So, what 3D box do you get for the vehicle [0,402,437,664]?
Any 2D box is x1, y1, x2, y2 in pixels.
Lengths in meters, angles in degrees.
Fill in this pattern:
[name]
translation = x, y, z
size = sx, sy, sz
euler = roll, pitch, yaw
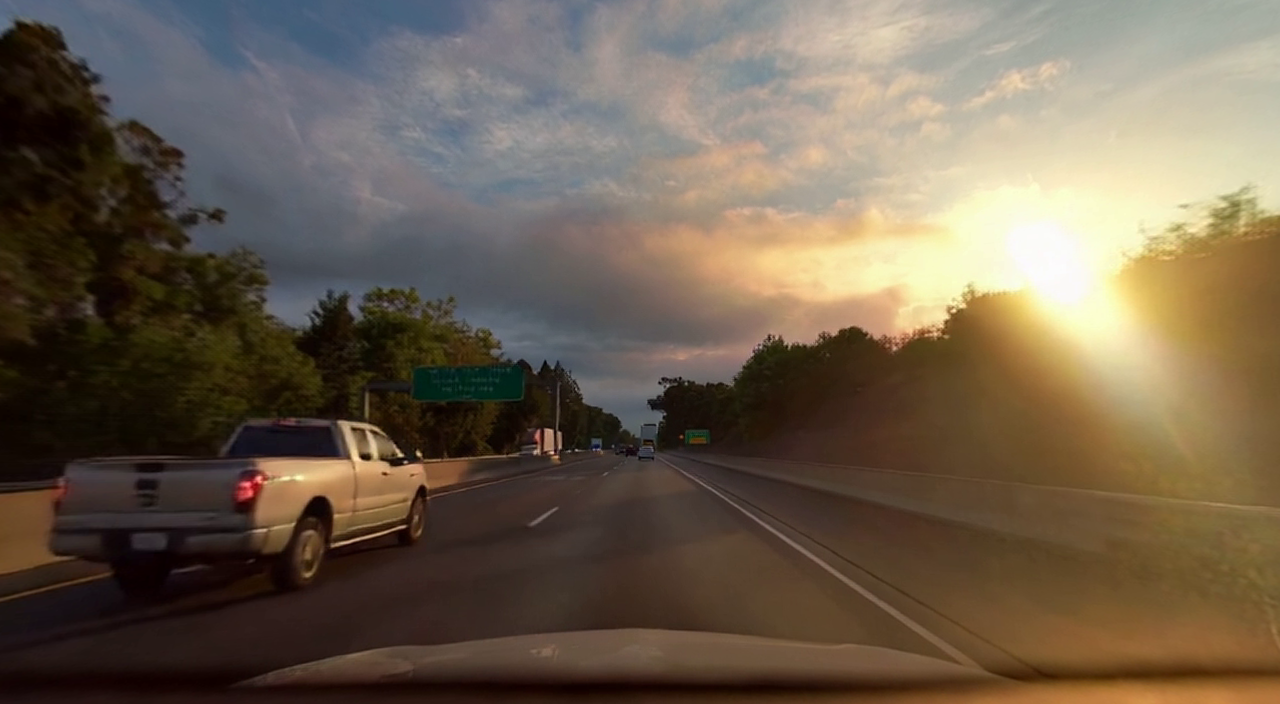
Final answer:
[vehicle]
translation = -3.625, 1.438, 6.036
size = 2.009, 1.638, 3.968
euler = 0, -9, 0
